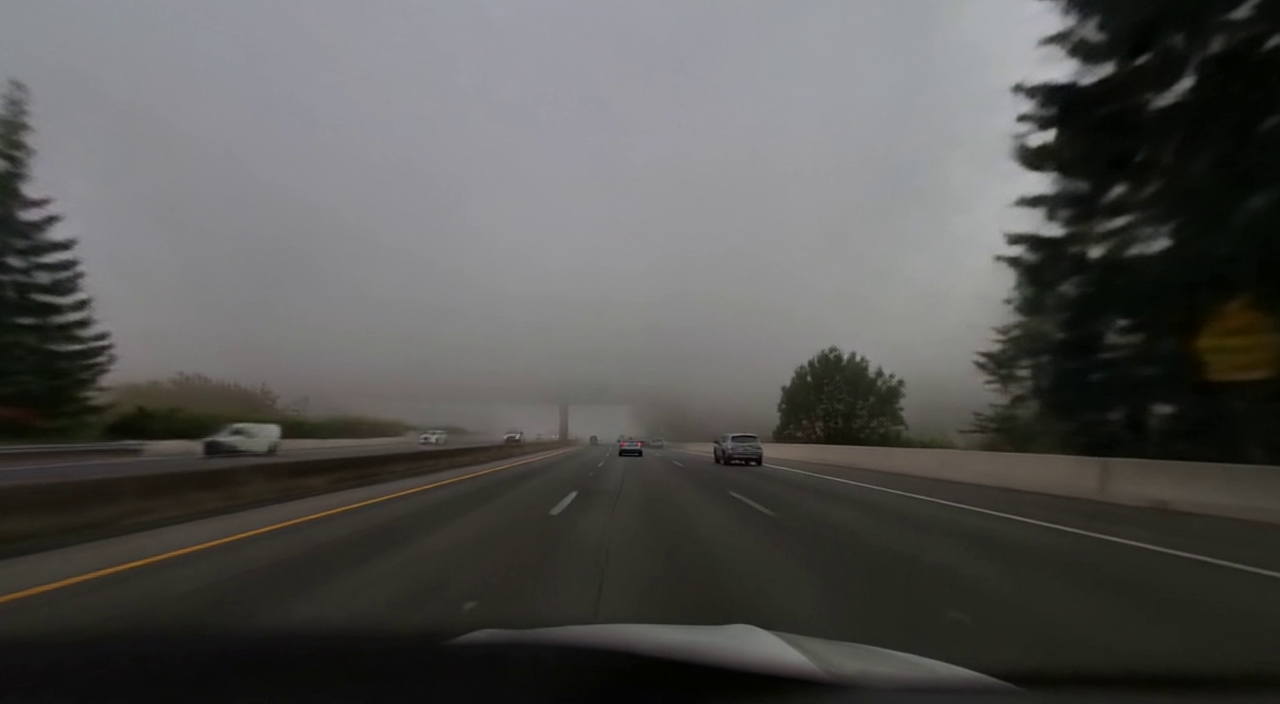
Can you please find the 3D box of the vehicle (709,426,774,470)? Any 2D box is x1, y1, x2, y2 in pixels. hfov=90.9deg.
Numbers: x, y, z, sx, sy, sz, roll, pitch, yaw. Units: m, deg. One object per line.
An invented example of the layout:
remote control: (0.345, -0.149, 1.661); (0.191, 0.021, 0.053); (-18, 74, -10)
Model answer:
vehicle: (3.962, 3.814, 25.244); (1.892, 1.600, 3.782); (0, -8, -2)

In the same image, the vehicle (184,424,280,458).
vehicle: (-21.175, 4.635, 32.993); (1.992, 1.646, 4.656); (0, -8, -1)

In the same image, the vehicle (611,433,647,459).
vehicle: (-0.685, 5.472, 36.789); (1.987, 1.440, 3.565); (0, -8, -2)
